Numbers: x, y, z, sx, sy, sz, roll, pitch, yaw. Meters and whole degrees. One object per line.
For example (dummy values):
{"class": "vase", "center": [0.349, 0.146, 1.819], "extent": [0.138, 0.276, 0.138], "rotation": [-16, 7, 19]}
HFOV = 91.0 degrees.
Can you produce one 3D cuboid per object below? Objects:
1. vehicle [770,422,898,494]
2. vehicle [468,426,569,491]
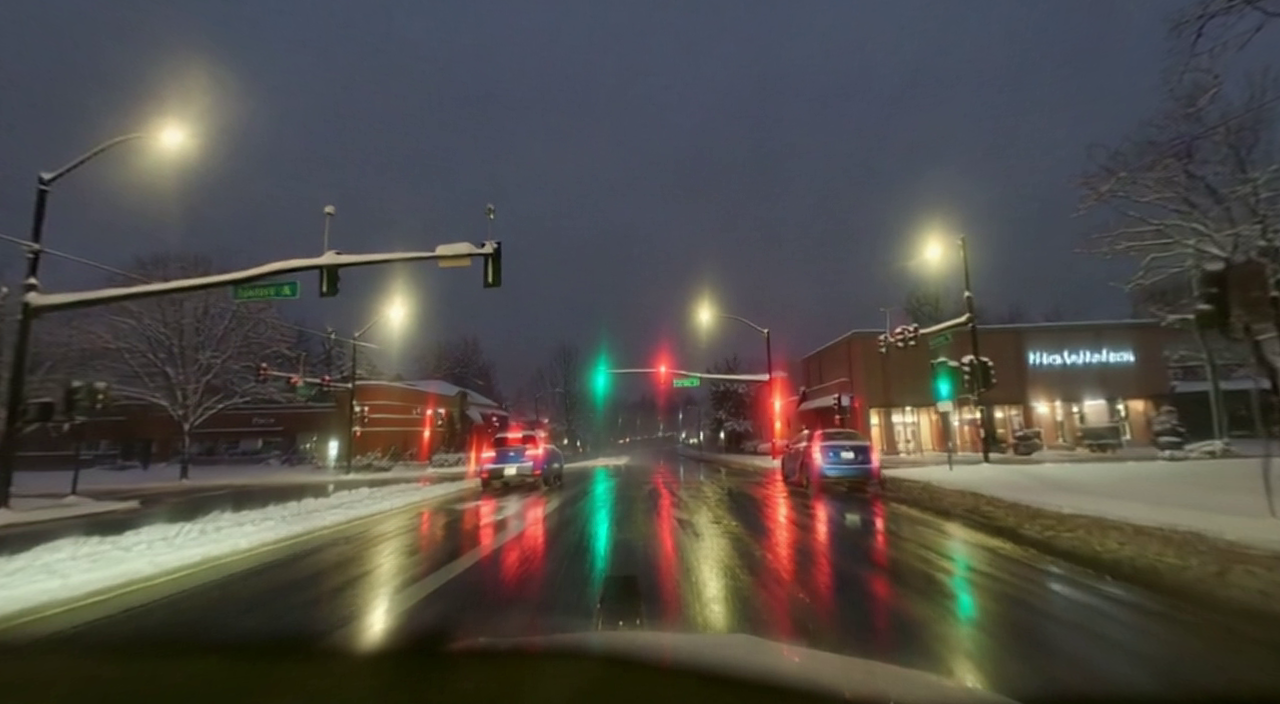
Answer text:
{"class": "vehicle", "center": [5.010, 2.806, 17.010], "extent": [2.039, 1.655, 4.495], "rotation": [0, -8, 0]}
{"class": "vehicle", "center": [-3.303, 3.001, 18.062], "extent": [1.947, 1.627, 4.248], "rotation": [0, -8, 1]}
